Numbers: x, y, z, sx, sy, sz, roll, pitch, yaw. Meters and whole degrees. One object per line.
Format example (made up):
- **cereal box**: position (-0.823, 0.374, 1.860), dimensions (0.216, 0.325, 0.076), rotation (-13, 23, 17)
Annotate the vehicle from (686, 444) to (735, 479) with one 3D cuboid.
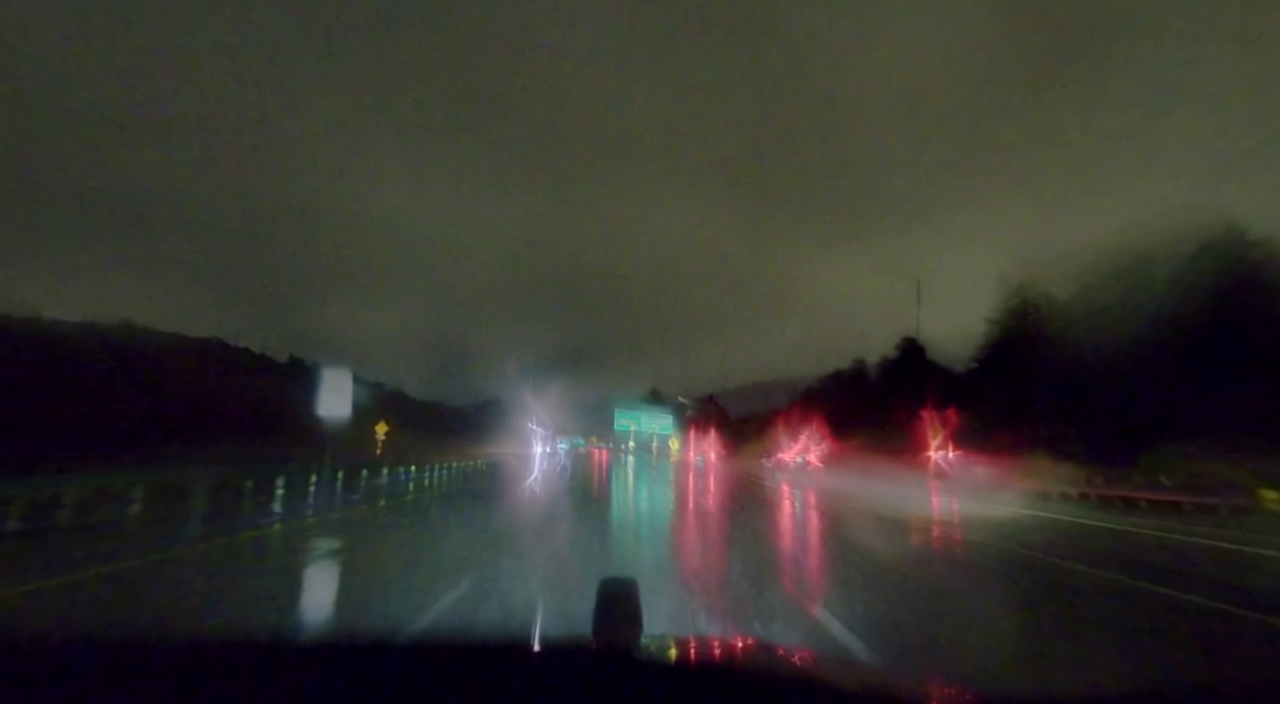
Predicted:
- **vehicle**: position (3.328, 5.285, 30.365), dimensions (1.895, 1.555, 4.030), rotation (0, -9, 0)
